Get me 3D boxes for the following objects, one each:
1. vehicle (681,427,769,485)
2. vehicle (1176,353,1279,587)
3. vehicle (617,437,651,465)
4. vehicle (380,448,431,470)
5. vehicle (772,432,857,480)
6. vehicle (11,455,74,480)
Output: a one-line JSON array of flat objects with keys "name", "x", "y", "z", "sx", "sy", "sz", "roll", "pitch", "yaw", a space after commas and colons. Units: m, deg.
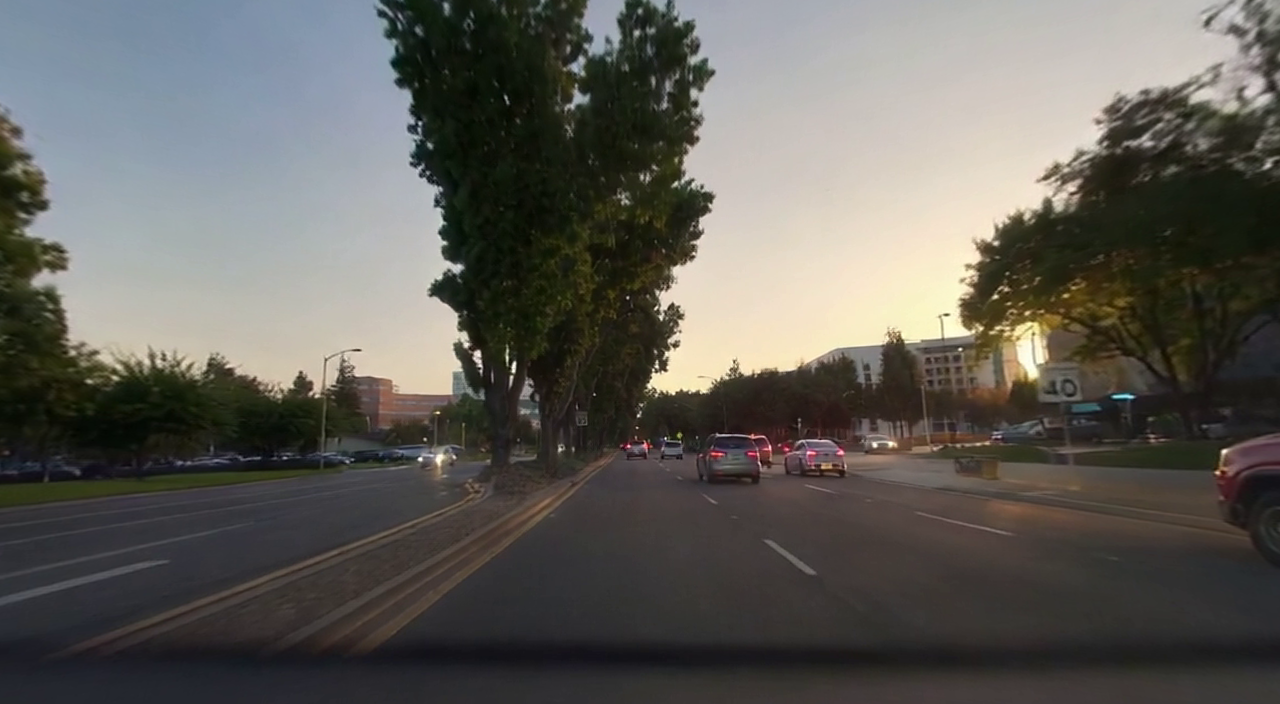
[{"name": "vehicle", "x": 2.786, "y": 3.560, "z": 21.886, "sx": 2.227, "sy": 1.794, "sz": 4.457, "roll": 0, "pitch": -8, "yaw": -2}, {"name": "vehicle", "x": 7.173, "y": 0.816, "z": 3.974, "sx": 2.429, "sy": 2.142, "sz": 5.731, "roll": 0, "pitch": -8, "yaw": -1}, {"name": "vehicle", "x": -0.384, "y": 6.408, "z": 41.132, "sx": 2.132, "sy": 1.693, "sz": 3.819, "roll": 0, "pitch": -8, "yaw": -1}, {"name": "vehicle", "x": -18.305, "y": 8.368, "z": 49.624, "sx": 2.129, "sy": 1.531, "sz": 4.696, "roll": 0, "pitch": -8, "yaw": 1}, {"name": "vehicle", "x": 6.676, "y": 4.023, "z": 24.693, "sx": 2.025, "sy": 1.719, "sz": 4.161, "roll": 0, "pitch": -8, "yaw": -1}, {"name": "vehicle", "x": -44.526, "y": 8.571, "z": 47.208, "sx": 1.896, "sy": 1.725, "sz": 4.611, "roll": 3, "pitch": -9, "yaw": -24}]
